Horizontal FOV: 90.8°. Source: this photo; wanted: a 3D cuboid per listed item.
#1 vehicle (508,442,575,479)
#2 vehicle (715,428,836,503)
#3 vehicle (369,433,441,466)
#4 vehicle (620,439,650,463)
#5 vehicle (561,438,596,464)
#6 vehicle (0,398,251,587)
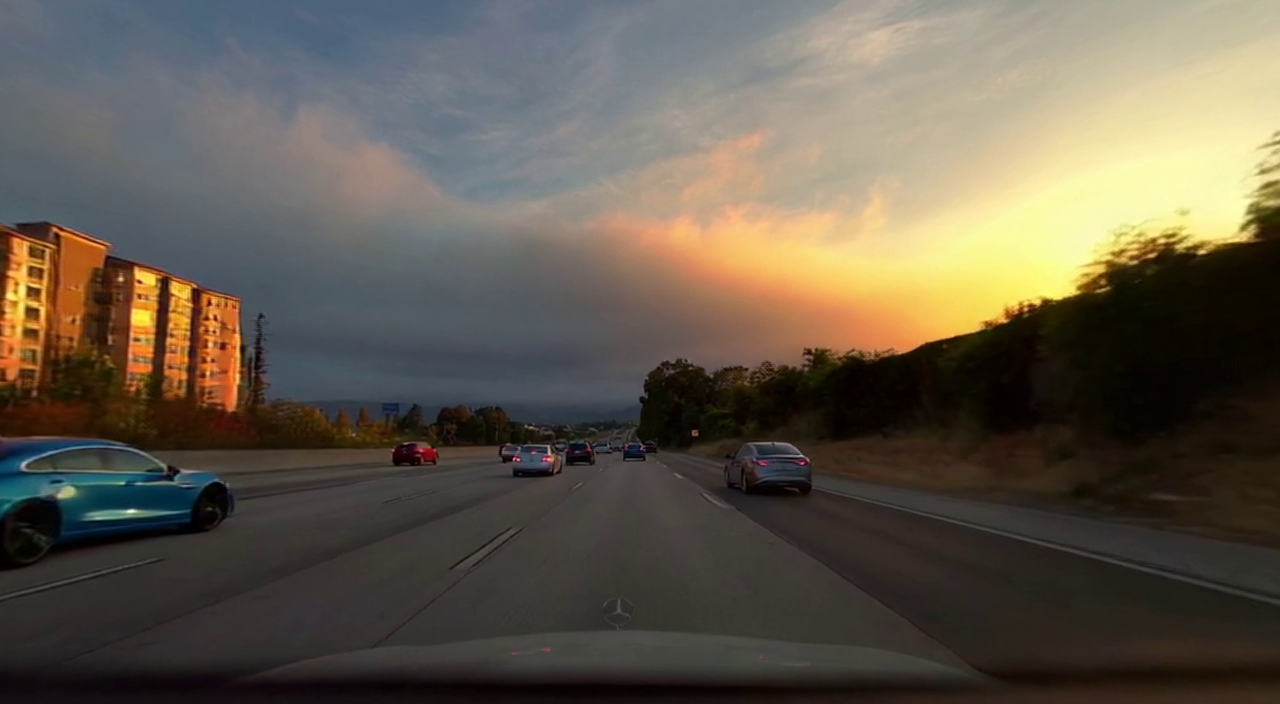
[{"bbox_3d":[-4.065,4.541,26.829,2.124,1.426,4.444,0,-8,0],"label":"vehicle"},{"bbox_3d":[3.285,2.860,16.353,2.061,1.658,4.417,0,-8,-1],"label":"vehicle"},{"bbox_3d":[-15.306,6.420,41.672,2.396,1.999,6.333,0,-8,0],"label":"vehicle"},{"bbox_3d":[-0.366,7.207,45.936,2.053,1.650,3.945,0,-8,-1],"label":"vehicle"},{"bbox_3d":[-4.275,6.994,44.755,2.044,1.774,4.329,0,-8,0],"label":"vehicle"},{"bbox_3d":[-7.142,1.526,7.291,2.086,1.776,5.080,0,-8,0],"label":"vehicle"}]
